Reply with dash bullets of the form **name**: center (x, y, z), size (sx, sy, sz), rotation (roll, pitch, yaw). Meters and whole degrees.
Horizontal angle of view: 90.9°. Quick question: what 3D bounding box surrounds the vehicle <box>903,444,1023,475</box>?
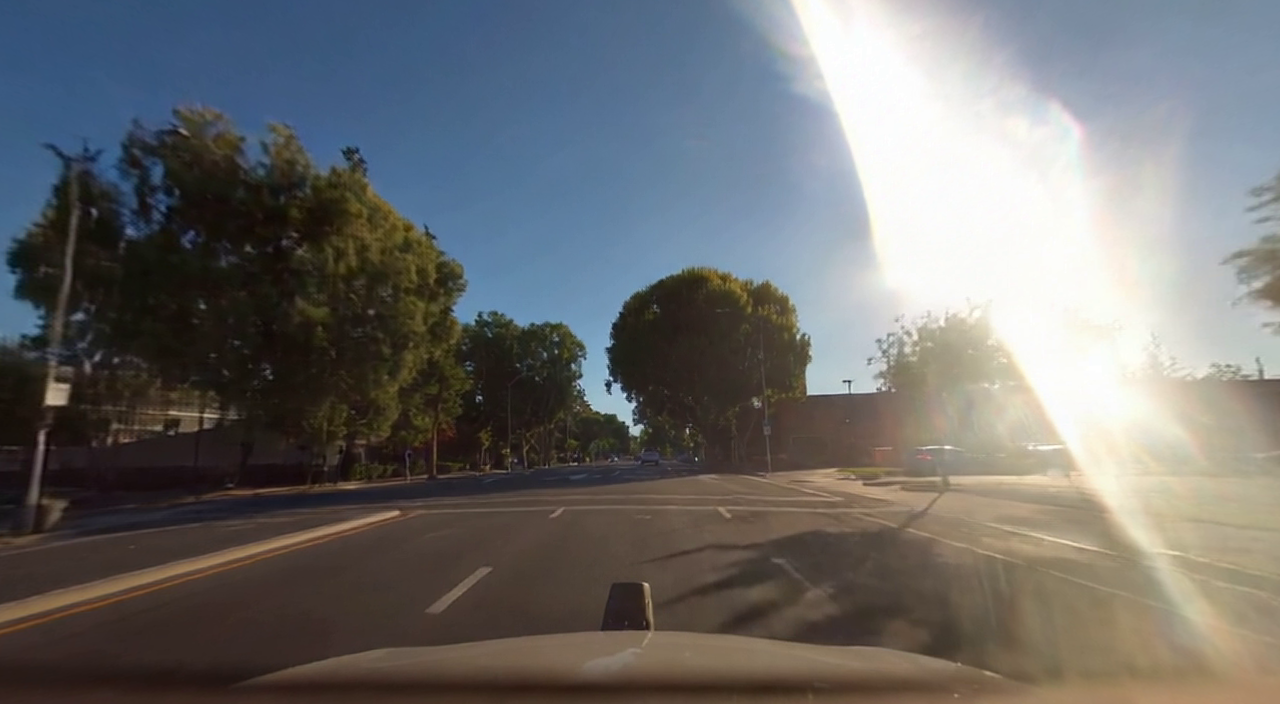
- **vehicle**: center (15.942, 5.299, 31.267), size (4.824, 1.462, 1.974), rotation (0, -9, -1)

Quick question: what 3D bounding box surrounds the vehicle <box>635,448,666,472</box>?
- **vehicle**: center (0.775, 8.132, 47.555), size (2.200, 1.653, 4.127), rotation (0, -9, 0)
